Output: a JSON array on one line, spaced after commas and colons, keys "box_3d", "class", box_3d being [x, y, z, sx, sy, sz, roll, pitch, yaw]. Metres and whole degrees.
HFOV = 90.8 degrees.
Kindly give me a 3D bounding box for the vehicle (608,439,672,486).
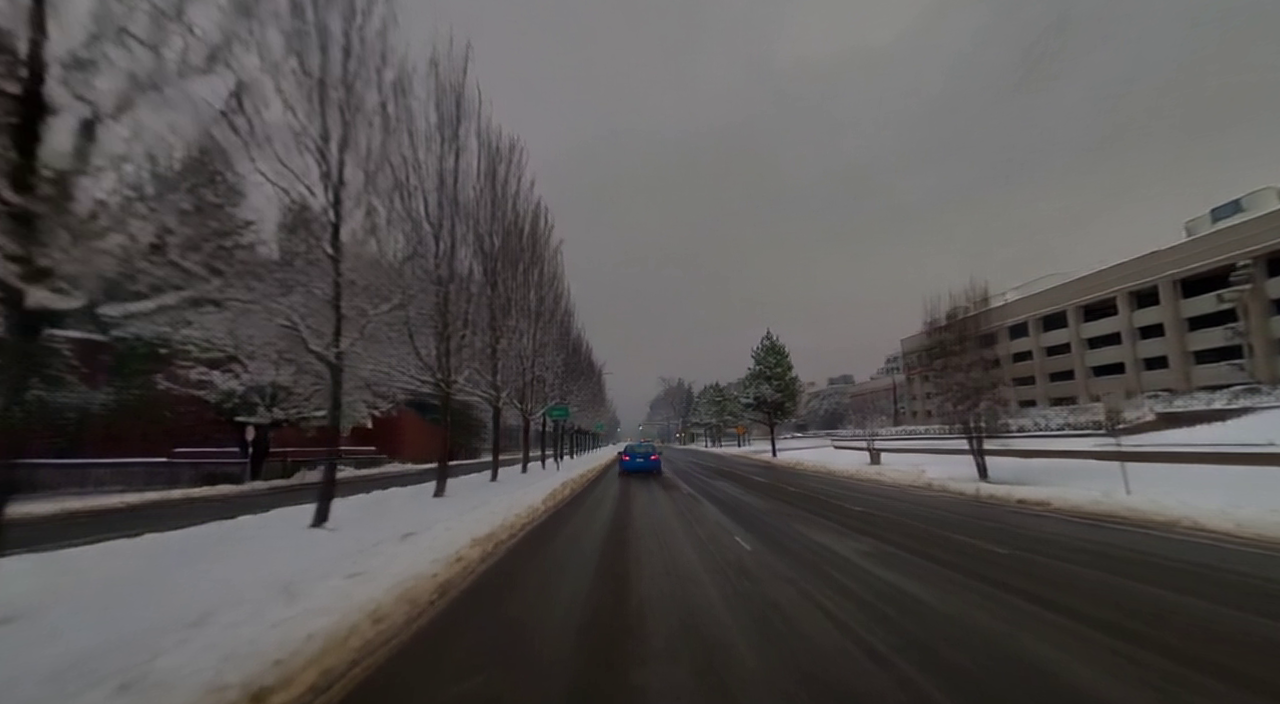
[{"box_3d": [-0.030, 3.841, 22.357, 2.042, 1.479, 4.601, 0, -8, -1], "class": "vehicle"}]
